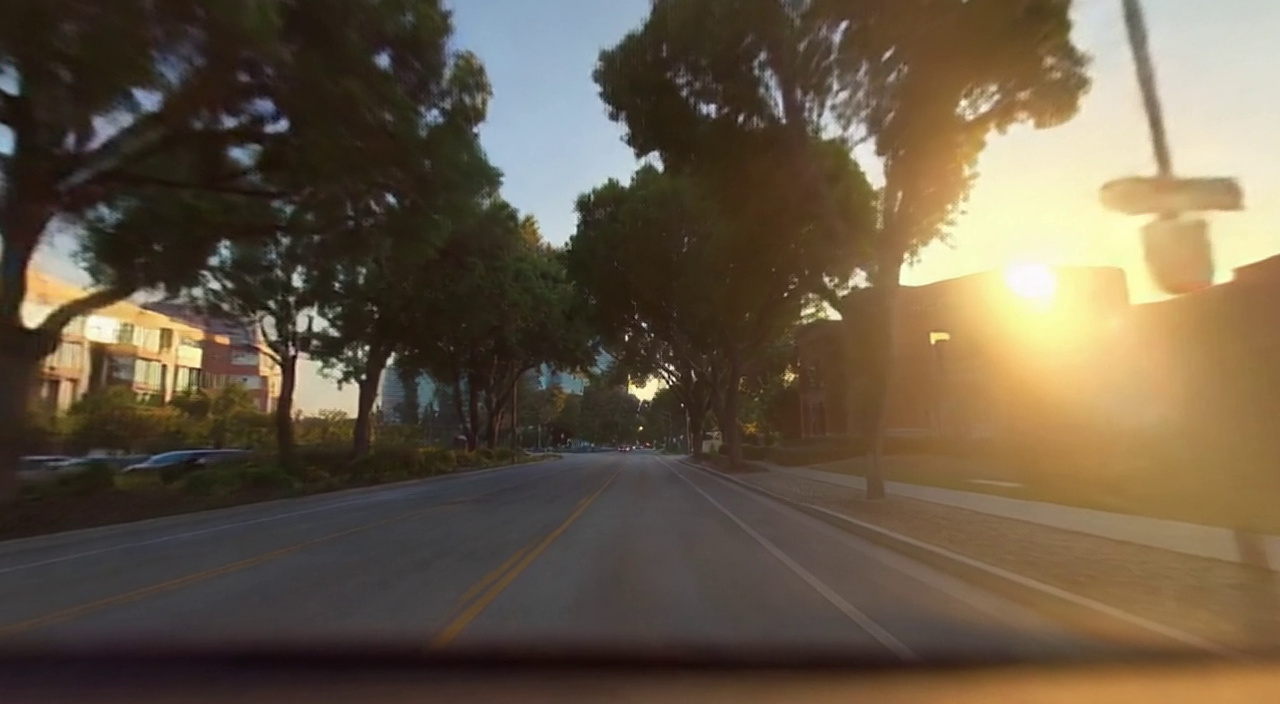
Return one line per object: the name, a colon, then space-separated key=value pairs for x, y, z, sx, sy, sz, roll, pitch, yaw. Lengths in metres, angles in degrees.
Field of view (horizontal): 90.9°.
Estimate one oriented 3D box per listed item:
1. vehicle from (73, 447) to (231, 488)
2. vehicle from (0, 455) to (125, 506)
vehicle: x=-19.365 y=4.596 z=25.199 sx=4.606 sy=1.544 sz=1.965 roll=0 pitch=-9 yaw=-1
vehicle: x=-19.098 y=3.974 z=19.644 sx=4.216 sy=1.455 sz=2.035 roll=0 pitch=-9 yaw=-1
